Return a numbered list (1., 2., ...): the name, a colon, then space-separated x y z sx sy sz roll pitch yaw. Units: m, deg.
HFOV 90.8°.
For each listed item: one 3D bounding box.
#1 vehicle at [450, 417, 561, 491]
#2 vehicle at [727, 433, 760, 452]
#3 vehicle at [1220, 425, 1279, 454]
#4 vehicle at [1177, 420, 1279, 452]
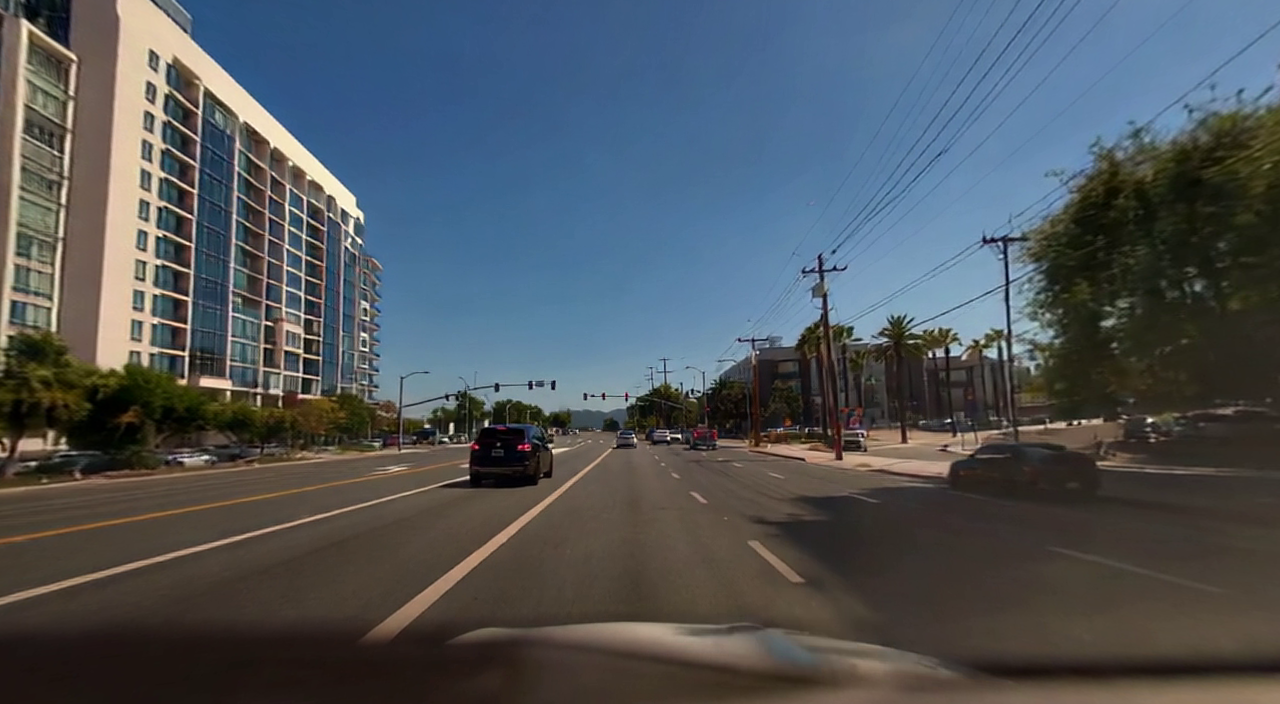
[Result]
1. vehicle: -3.549 2.816 17.591 2.136 1.779 4.417 0 -8 0
2. vehicle: 8.048 7.113 49.445 1.897 1.390 4.391 0 -8 1
3. vehicle: 33.341 4.595 33.063 4.327 1.474 1.963 1 -9 -10
4. vehicle: 33.092 4.729 35.466 4.393 1.718 1.961 1 -9 -10
